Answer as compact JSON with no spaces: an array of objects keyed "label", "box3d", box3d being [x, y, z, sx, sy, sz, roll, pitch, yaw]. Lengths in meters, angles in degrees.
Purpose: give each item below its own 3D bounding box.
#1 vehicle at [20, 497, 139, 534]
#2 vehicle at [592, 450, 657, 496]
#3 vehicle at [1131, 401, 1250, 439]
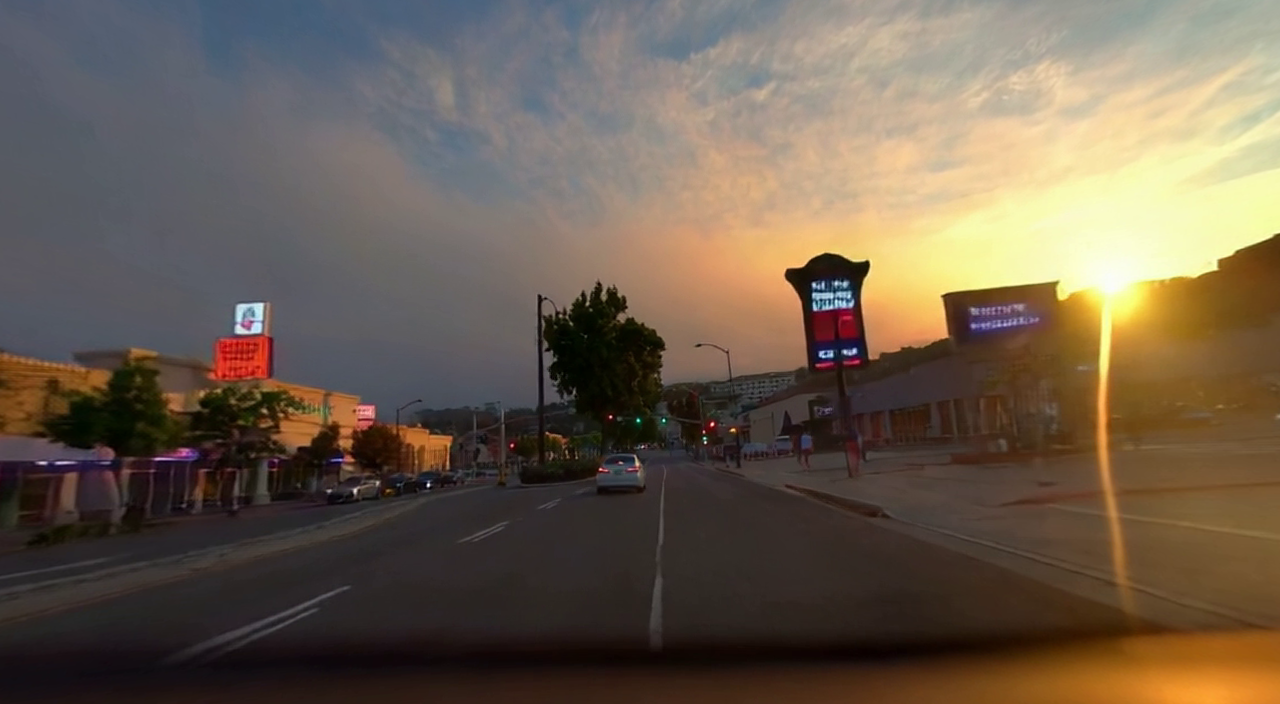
[{"label":"vehicle","box3d":[-30.118,8.770,34.137,1.817,1.485,4.436,-3,-9,13]},{"label":"vehicle","box3d":[-0.469,4.234,22.445,1.977,1.451,4.032,-1,-9,3]},{"label":"vehicle","box3d":[27.649,3.496,31.971,1.965,1.693,4.635,-1,-9,3]}]
